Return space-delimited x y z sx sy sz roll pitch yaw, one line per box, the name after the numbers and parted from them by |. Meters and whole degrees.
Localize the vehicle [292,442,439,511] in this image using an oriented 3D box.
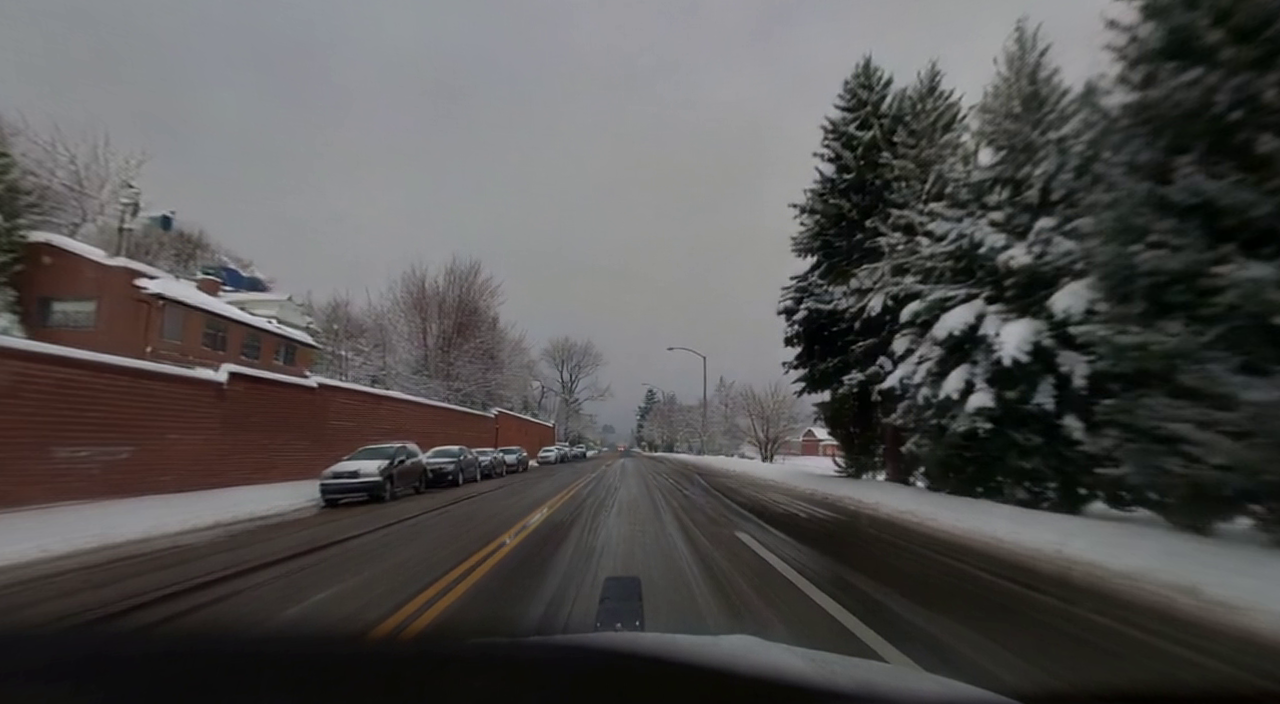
-7.015 3.178 16.777 1.899 1.485 4.593 2 -8 -2 | vehicle
